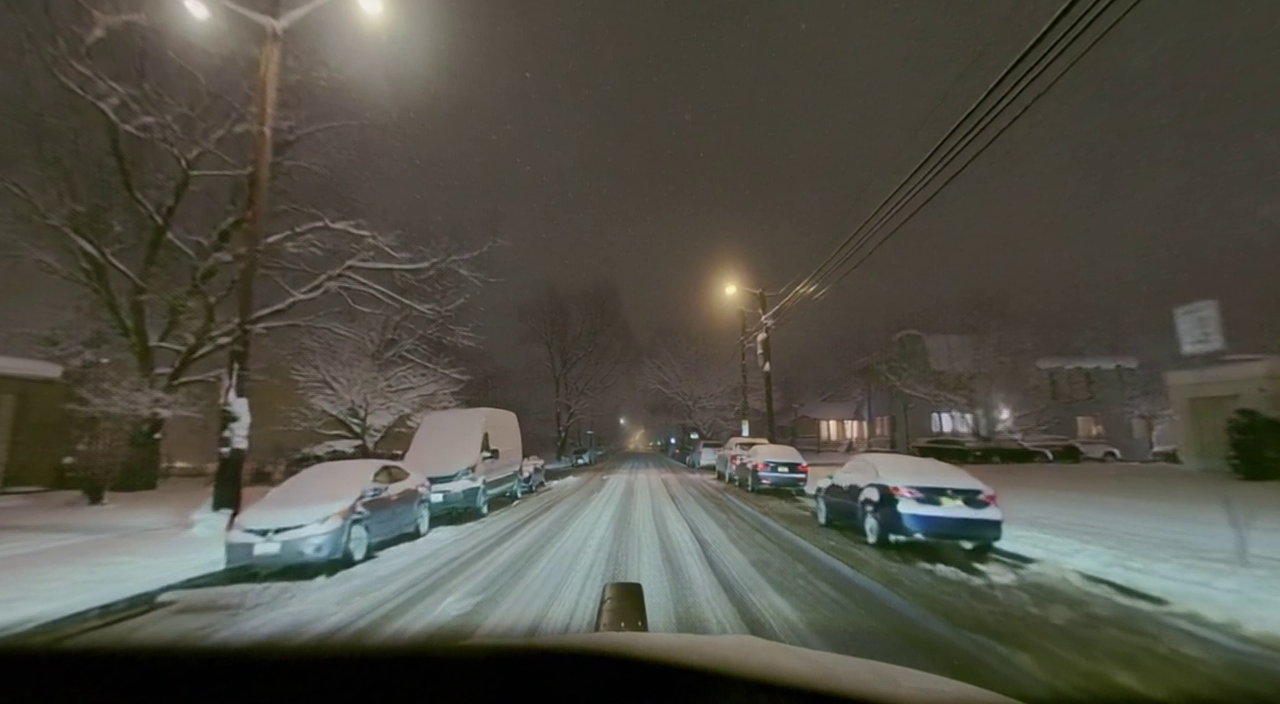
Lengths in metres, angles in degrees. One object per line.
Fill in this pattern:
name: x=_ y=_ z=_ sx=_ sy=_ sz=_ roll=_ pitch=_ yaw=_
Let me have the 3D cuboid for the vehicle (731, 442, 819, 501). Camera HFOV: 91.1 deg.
vehicle: x=4.111 y=3.682 z=19.831 sx=1.839 sy=1.520 sz=4.498 roll=3 pitch=-9 yaw=1

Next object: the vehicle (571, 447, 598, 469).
vehicle: x=-4.282 y=8.261 z=49.046 sx=1.870 sy=1.562 sz=4.212 roll=0 pitch=-8 yaw=-1

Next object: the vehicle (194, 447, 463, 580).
vehicle: x=-4.779 y=2.489 z=10.701 sx=2.023 sy=1.568 sz=4.942 roll=-3 pitch=-8 yaw=1

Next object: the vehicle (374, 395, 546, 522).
vehicle: x=-4.421 y=2.753 z=16.713 sx=2.470 sy=2.613 sz=5.989 roll=-4 pitch=-9 yaw=4

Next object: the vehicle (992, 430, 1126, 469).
vehicle: x=21.981 y=5.111 z=33.159 sx=5.271 sy=1.913 sz=2.466 roll=0 pitch=-8 yaw=1

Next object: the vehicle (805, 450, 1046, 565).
vehicle: x=4.164 y=2.300 z=10.084 sx=1.846 sy=1.351 sz=4.272 roll=2 pitch=-9 yaw=-1
